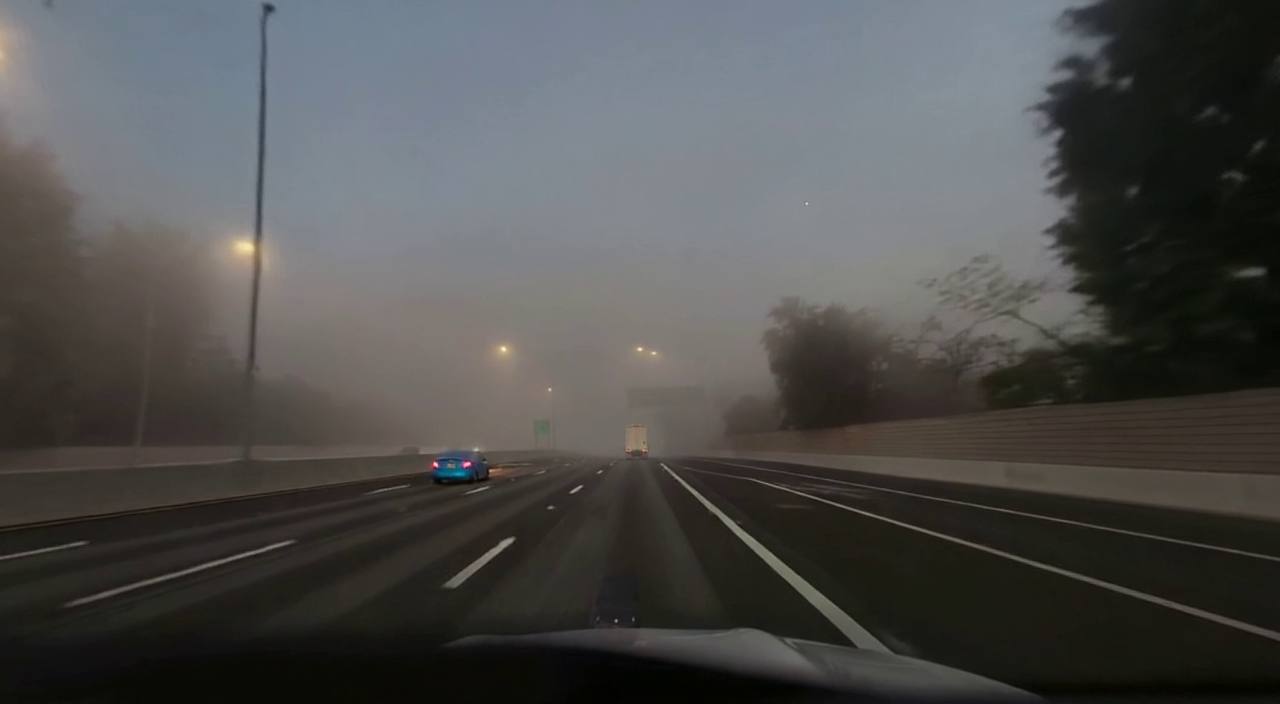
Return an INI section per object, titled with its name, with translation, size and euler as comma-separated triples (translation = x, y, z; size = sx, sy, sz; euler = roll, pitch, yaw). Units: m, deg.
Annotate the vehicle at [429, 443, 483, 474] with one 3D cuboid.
[vehicle]
translation = -10.657, 6.173, 36.863
size = 1.897, 1.653, 4.113
euler = 0, -9, 0
